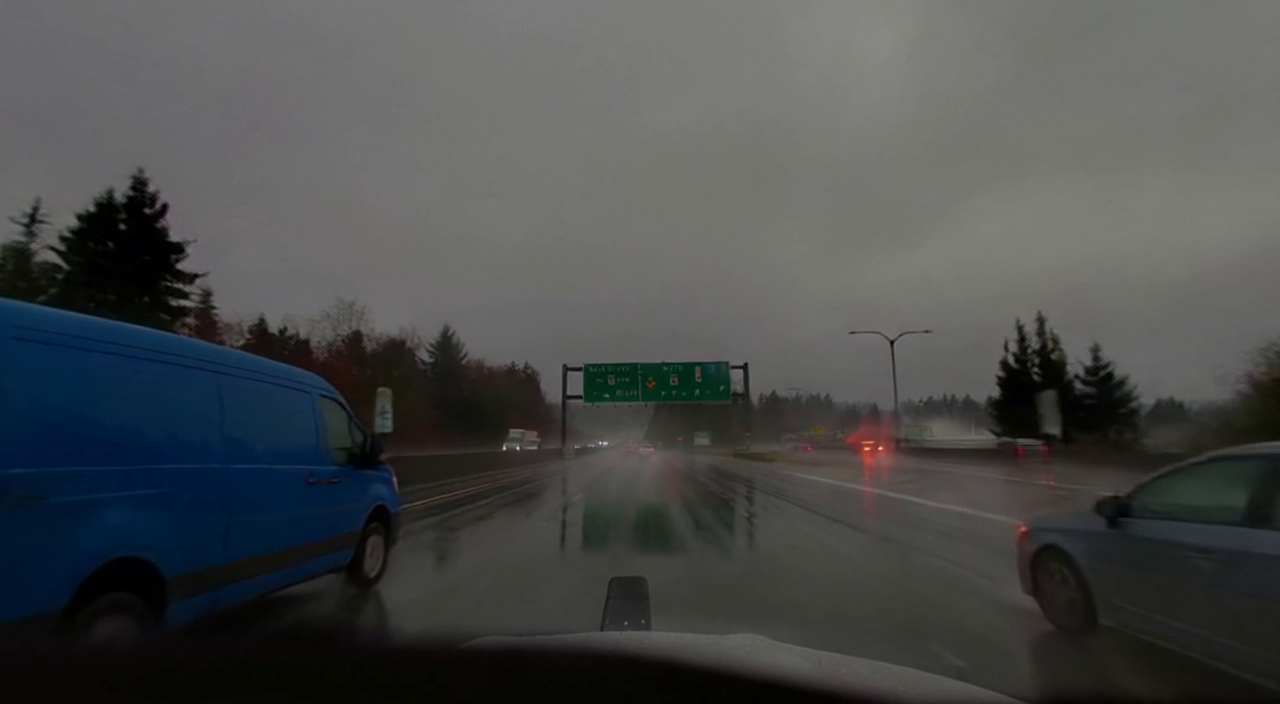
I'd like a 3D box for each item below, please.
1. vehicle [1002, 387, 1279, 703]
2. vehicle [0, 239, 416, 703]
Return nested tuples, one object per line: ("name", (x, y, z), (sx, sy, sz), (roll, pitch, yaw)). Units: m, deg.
("vehicle", (3.835, 0.985, 2.967), (1.909, 1.599, 3.943), (0, -8, 1))
("vehicle", (-3.364, 0.845, 3.735), (2.281, 2.025, 4.586), (0, -8, 1))
